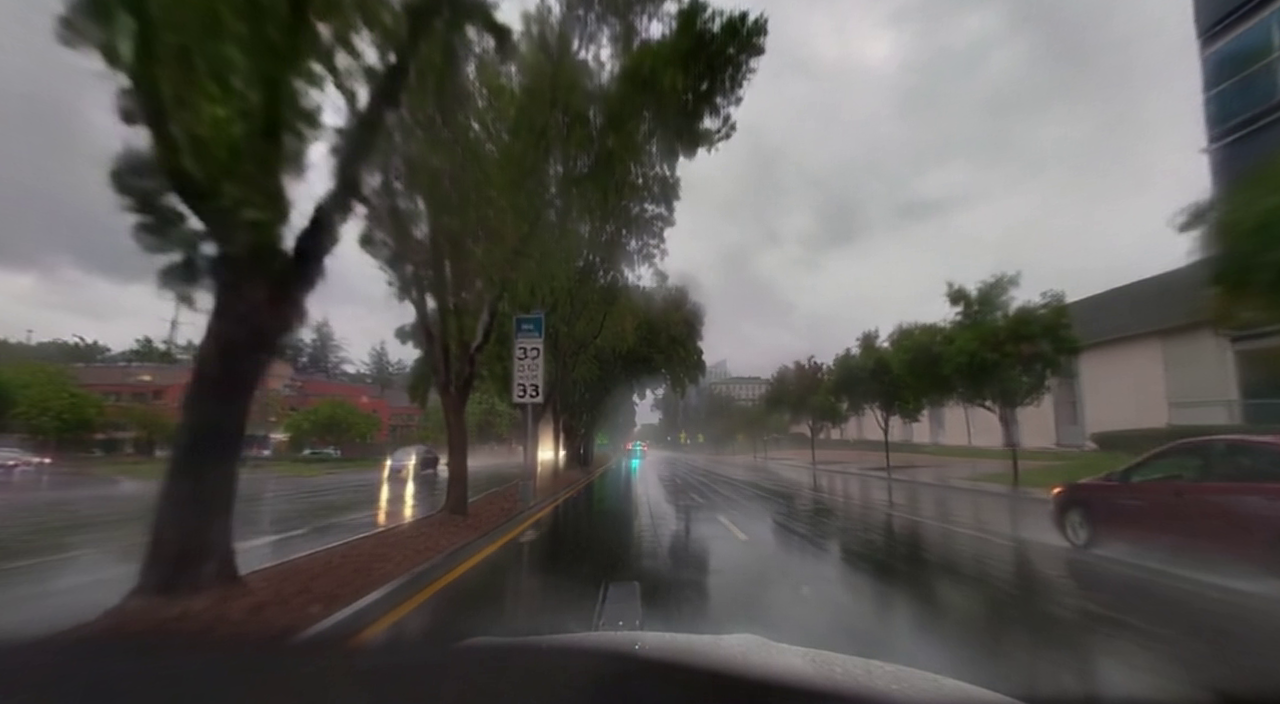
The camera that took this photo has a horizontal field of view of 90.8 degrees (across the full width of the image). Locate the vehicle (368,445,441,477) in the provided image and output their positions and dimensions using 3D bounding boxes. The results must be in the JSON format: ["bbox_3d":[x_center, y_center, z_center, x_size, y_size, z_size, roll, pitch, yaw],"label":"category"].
[{"bbox_3d":[-12.689,5.882,34.406,2.163,1.576,4.704,0,-9,1],"label":"vehicle"}]

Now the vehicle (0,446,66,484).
[{"bbox_3d":[-35.726,6.307,35.554,2.083,2.034,5.018,0,-9,-2],"label":"vehicle"}]

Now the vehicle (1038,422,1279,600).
[{"bbox_3d":[6.566,1.472,6.116,2.088,1.524,5.085,0,-9,0],"label":"vehicle"}]
